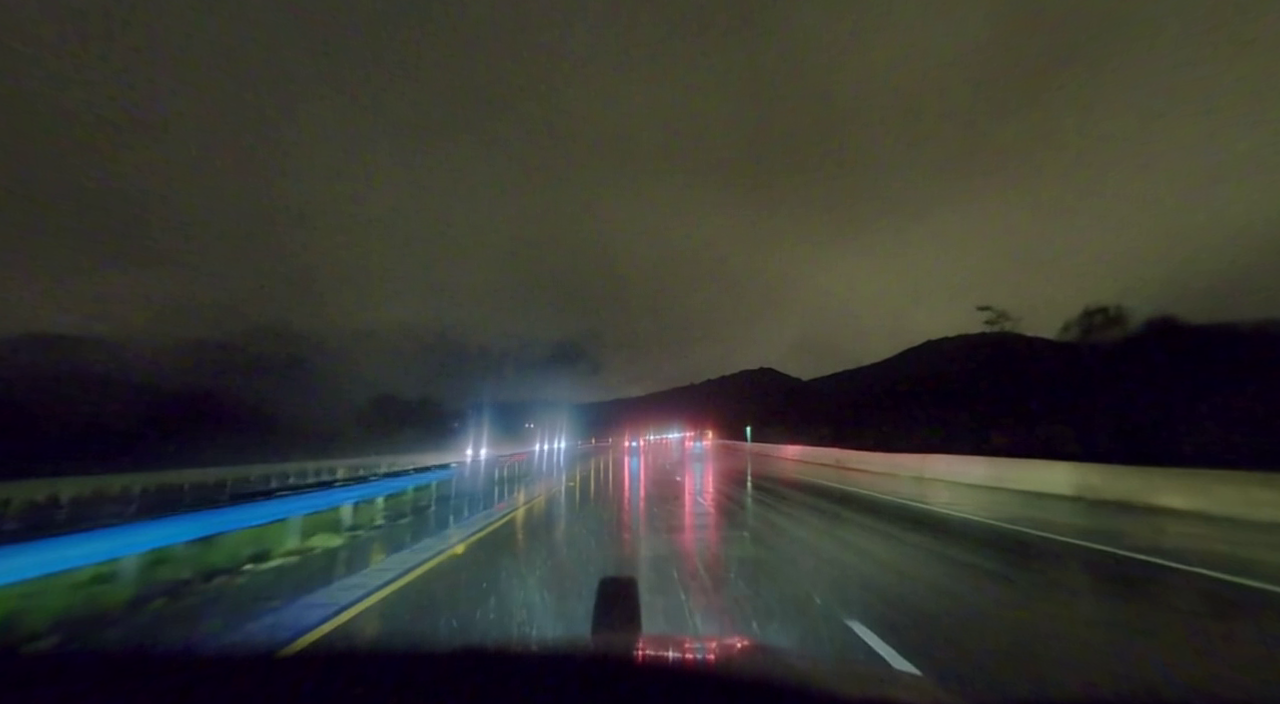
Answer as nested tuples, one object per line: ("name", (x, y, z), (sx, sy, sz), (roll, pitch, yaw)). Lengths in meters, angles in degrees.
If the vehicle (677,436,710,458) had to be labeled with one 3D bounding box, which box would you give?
("vehicle", (3.786, 6.809, 45.354), (1.995, 1.490, 3.857), (0, -8, -1))
